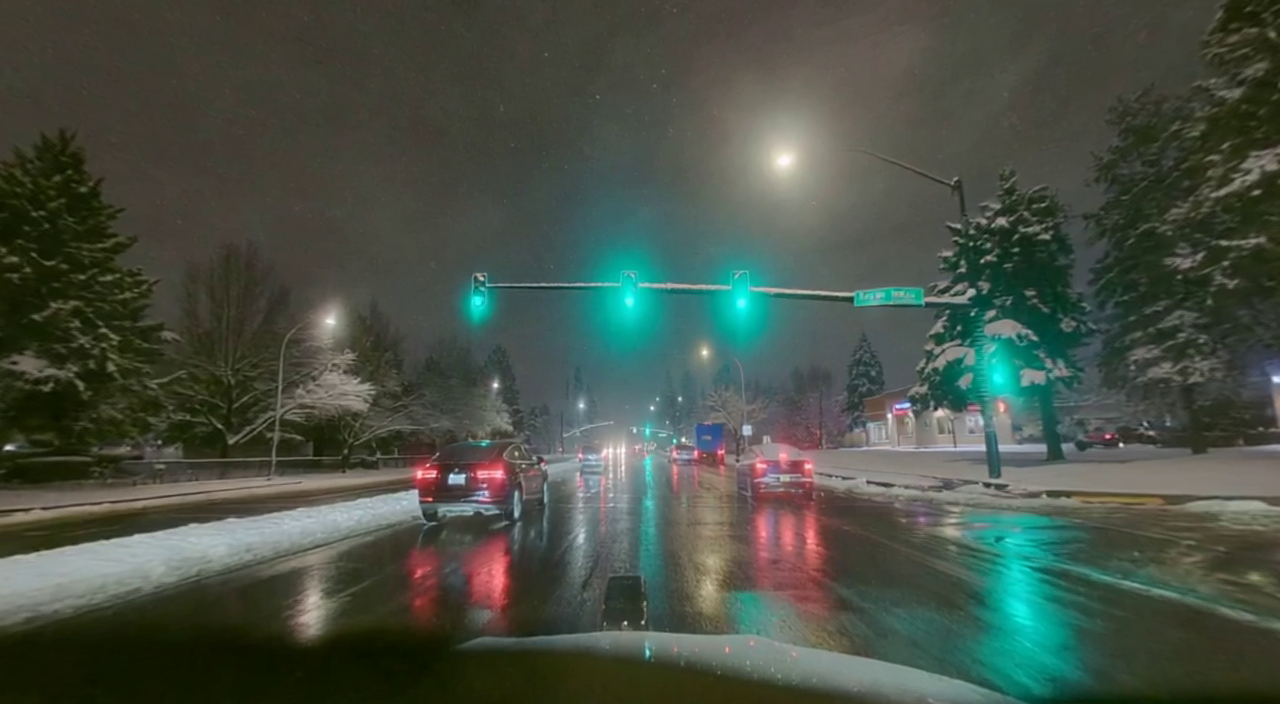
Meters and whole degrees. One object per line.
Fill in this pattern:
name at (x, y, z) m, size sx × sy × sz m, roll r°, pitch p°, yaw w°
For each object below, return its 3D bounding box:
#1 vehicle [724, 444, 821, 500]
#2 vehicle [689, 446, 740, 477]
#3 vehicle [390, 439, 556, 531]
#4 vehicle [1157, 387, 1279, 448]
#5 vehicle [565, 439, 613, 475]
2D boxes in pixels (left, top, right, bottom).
vehicle at (3.775, 3.487, 18.737) m, size 1.972 × 1.452 × 4.189 m, roll 0°, pitch -8°, yaw 0°
vehicle at (3.740, 5.575, 32.336) m, size 2.020 × 1.461 × 4.326 m, roll 0°, pitch -8°, yaw -1°
vehicle at (-3.058, 2.531, 12.663) m, size 2.003 × 1.509 × 4.396 m, roll 0°, pitch -8°, yaw 2°
vehicle at (38.082, 4.336, 40.187) m, size 2.730 × 3.464 × 8.553 m, roll -1°, pitch -8°, yaw 0°
vehicle at (-2.683, 5.630, 34.161) m, size 2.137 × 1.796 × 4.304 m, roll 0°, pitch -8°, yaw 1°
